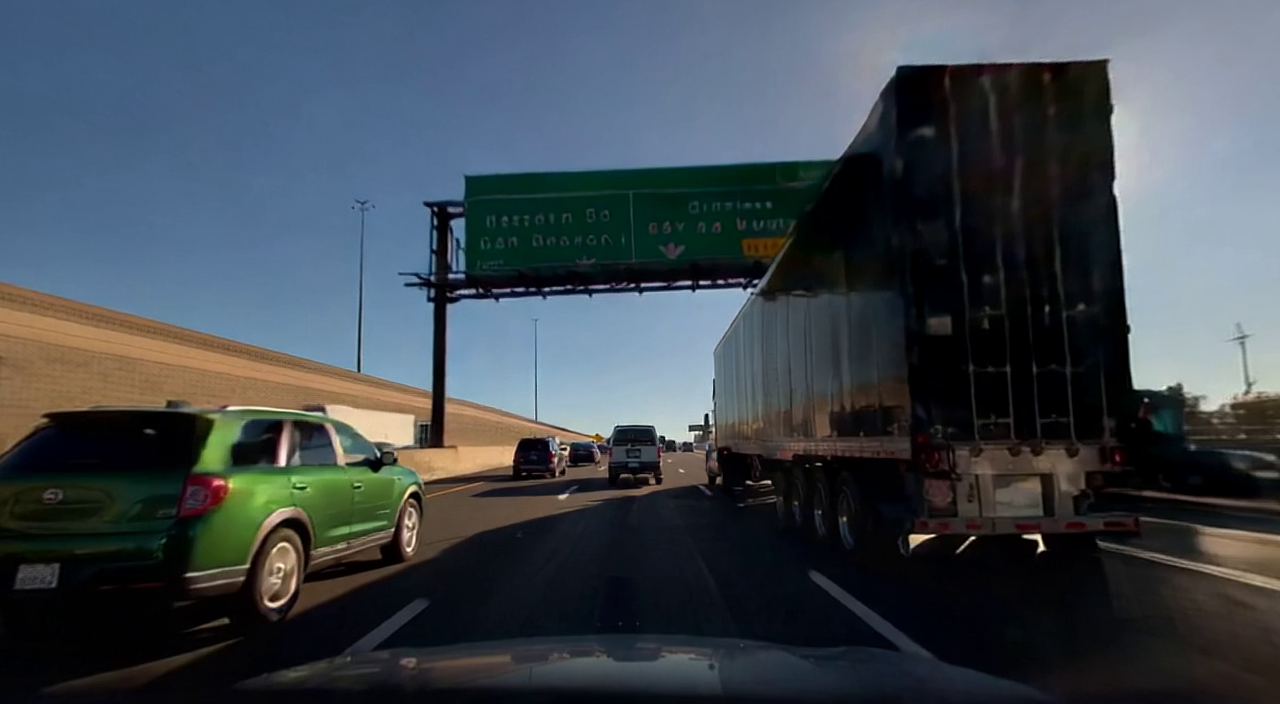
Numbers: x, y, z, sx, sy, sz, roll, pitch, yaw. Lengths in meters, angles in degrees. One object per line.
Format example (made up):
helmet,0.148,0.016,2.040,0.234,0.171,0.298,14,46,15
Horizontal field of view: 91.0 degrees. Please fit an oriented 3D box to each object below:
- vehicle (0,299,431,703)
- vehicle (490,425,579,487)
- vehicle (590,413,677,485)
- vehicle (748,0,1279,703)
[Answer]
vehicle,-3.396,1.027,4.322,2.193,1.803,4.958,0,-8,0
vehicle,-3.352,3.440,21.033,2.120,1.812,4.659,0,-8,1
vehicle,-0.205,3.439,22.532,2.704,2.216,5.804,0,-8,0
vehicle,3.594,-0.119,4.556,2.852,4.121,16.210,0,-8,0
